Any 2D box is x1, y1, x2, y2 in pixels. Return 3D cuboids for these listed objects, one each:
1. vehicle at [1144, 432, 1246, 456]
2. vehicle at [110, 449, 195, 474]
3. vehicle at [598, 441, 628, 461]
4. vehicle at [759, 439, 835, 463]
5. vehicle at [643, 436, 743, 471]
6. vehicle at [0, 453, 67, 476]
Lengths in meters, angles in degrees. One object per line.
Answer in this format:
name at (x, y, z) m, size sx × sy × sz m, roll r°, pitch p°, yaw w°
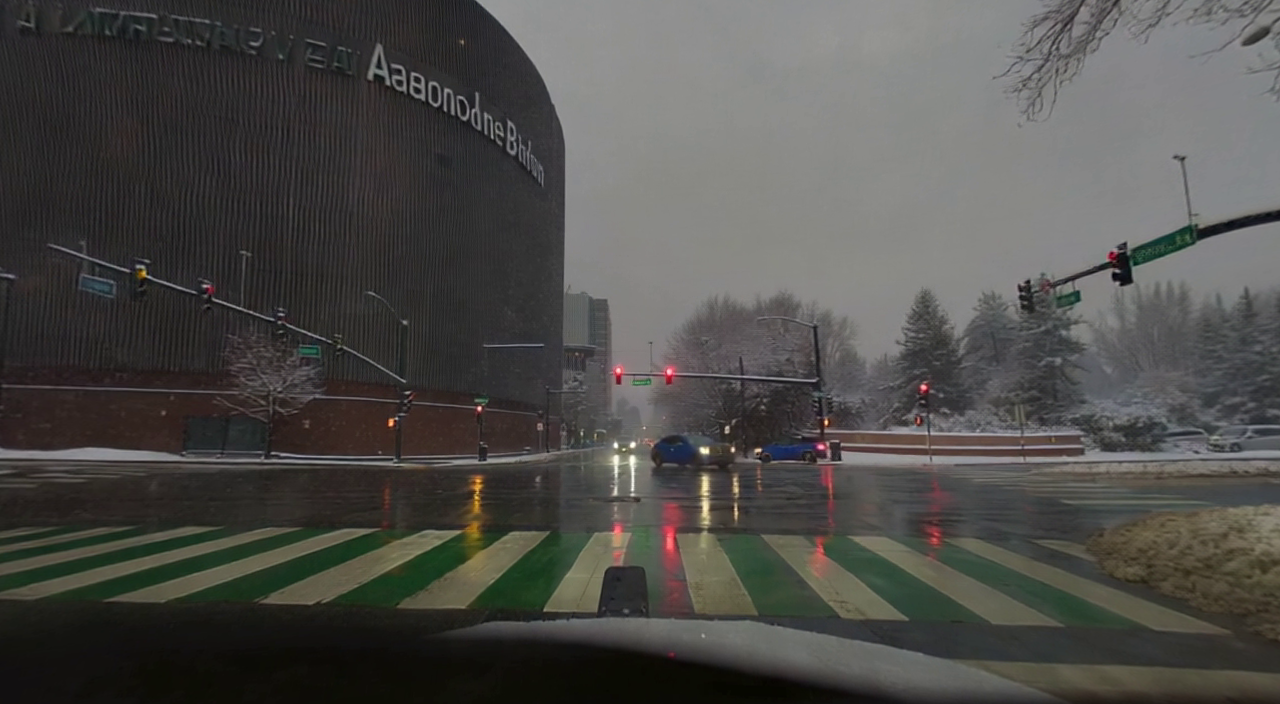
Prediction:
vehicle at (36.196, 6.016, 41.169) m, size 4.767 × 1.456 × 1.858 m, roll -1°, pitch -8°, yaw 3°
vehicle at (-33.033, 7.402, 42.769) m, size 4.136 × 1.661 × 1.857 m, roll 0°, pitch -8°, yaw 1°
vehicle at (-2.079, 7.747, 49.260) m, size 2.057 × 1.467 × 4.354 m, roll 0°, pitch -8°, yaw 2°
vehicle at (9.869, 6.294, 39.976) m, size 4.529 × 1.457 × 1.981 m, roll -2°, pitch -9°, yaw 11°
vehicle at (2.350, 4.721, 29.517) m, size 2.280 × 1.454 × 4.836 m, roll 5°, pitch -10°, yaw -31°
vehicle at (-41.619, 7.634, 42.789) m, size 3.698 × 1.467 × 1.779 m, roll 0°, pitch -8°, yaw 1°
